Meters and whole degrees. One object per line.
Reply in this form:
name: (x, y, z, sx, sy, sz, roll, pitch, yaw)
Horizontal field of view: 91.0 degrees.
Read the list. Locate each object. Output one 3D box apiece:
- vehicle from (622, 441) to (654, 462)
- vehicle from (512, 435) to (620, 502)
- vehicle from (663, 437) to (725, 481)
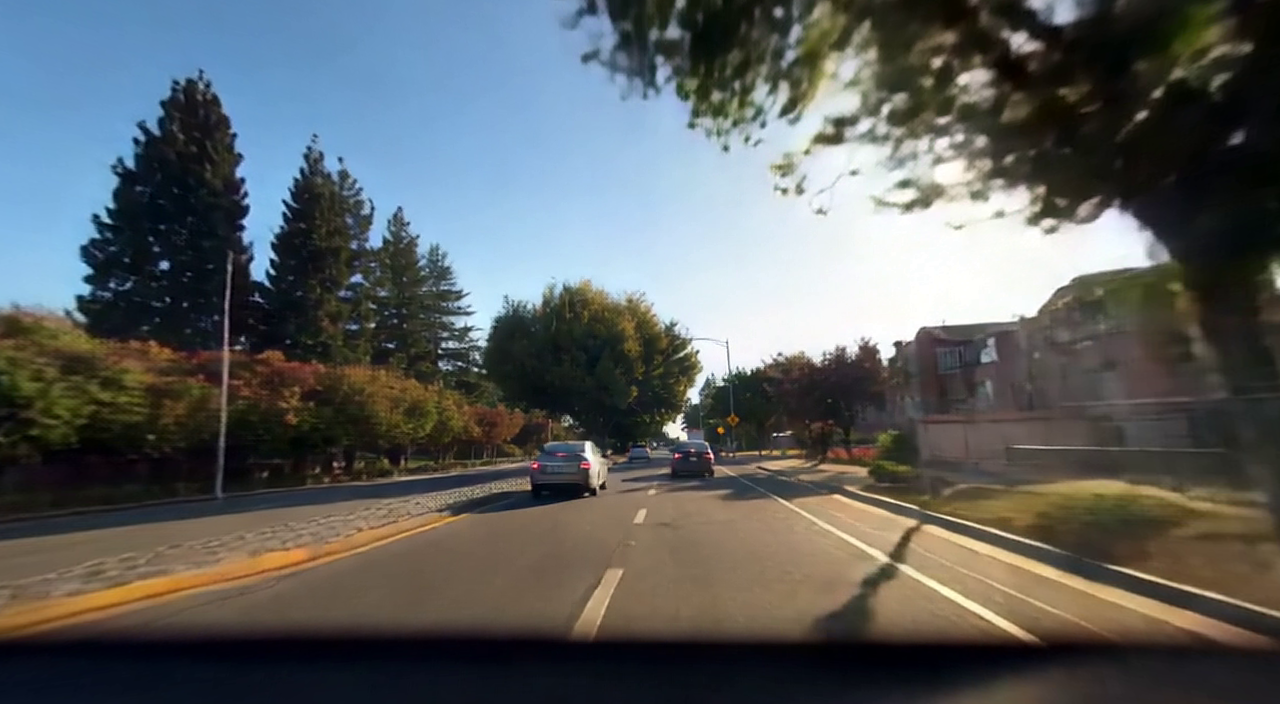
vehicle: (-0.105, 7.270, 46.171, 2.114, 1.500, 3.912, -1, -8, 3)
vehicle: (-1.741, 2.955, 16.424, 2.030, 1.467, 4.403, -1, -8, 3)
vehicle: (1.924, 3.931, 23.392, 2.065, 1.456, 4.099, -1, -8, 2)
